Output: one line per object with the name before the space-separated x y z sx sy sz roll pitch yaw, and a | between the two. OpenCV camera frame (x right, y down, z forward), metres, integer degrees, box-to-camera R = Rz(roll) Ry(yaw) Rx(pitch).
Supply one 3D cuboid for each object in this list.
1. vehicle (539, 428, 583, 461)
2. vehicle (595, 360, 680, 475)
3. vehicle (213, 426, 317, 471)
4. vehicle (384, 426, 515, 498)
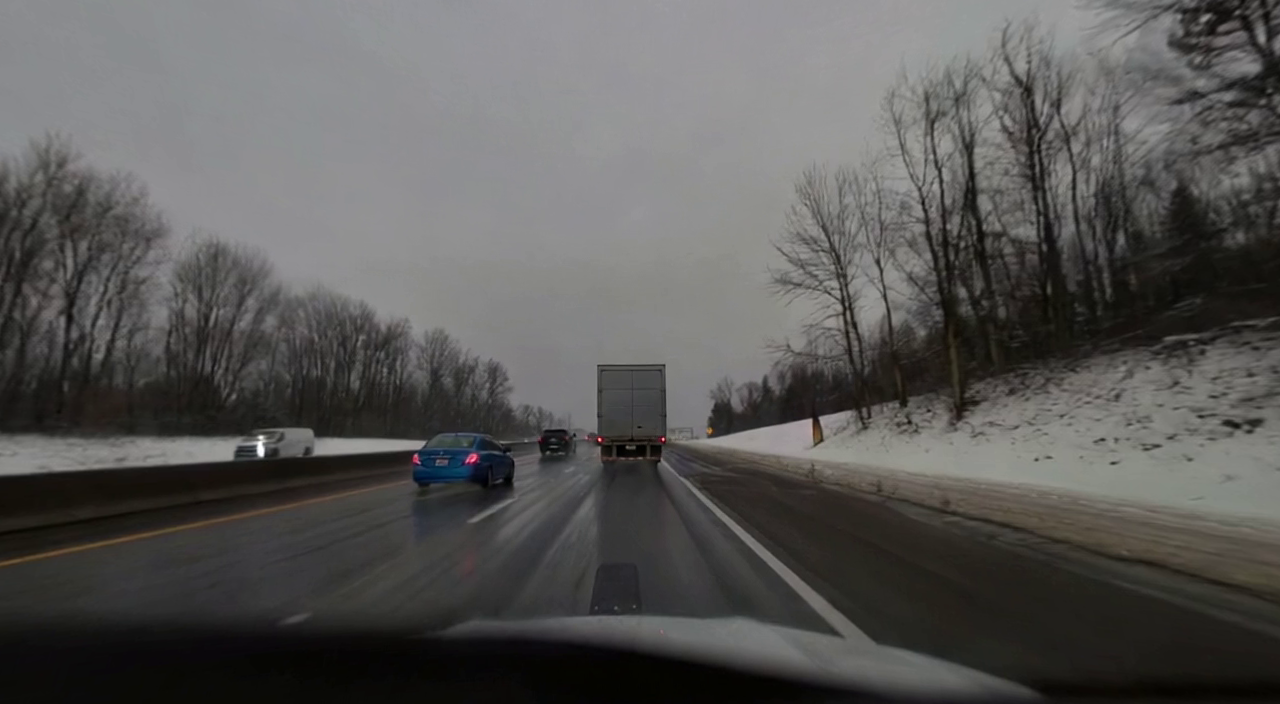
vehicle | -4.616 5.451 37.302 2.019 1.834 4.644 0 -8 0
vehicle | -0.228 2.977 27.258 2.953 4.041 10.072 0 -8 -2
vehicle | -18.617 4.797 31.550 2.172 2.024 4.847 0 -8 1
vehicle | -4.612 2.704 15.986 1.931 1.539 4.441 0 -8 0
